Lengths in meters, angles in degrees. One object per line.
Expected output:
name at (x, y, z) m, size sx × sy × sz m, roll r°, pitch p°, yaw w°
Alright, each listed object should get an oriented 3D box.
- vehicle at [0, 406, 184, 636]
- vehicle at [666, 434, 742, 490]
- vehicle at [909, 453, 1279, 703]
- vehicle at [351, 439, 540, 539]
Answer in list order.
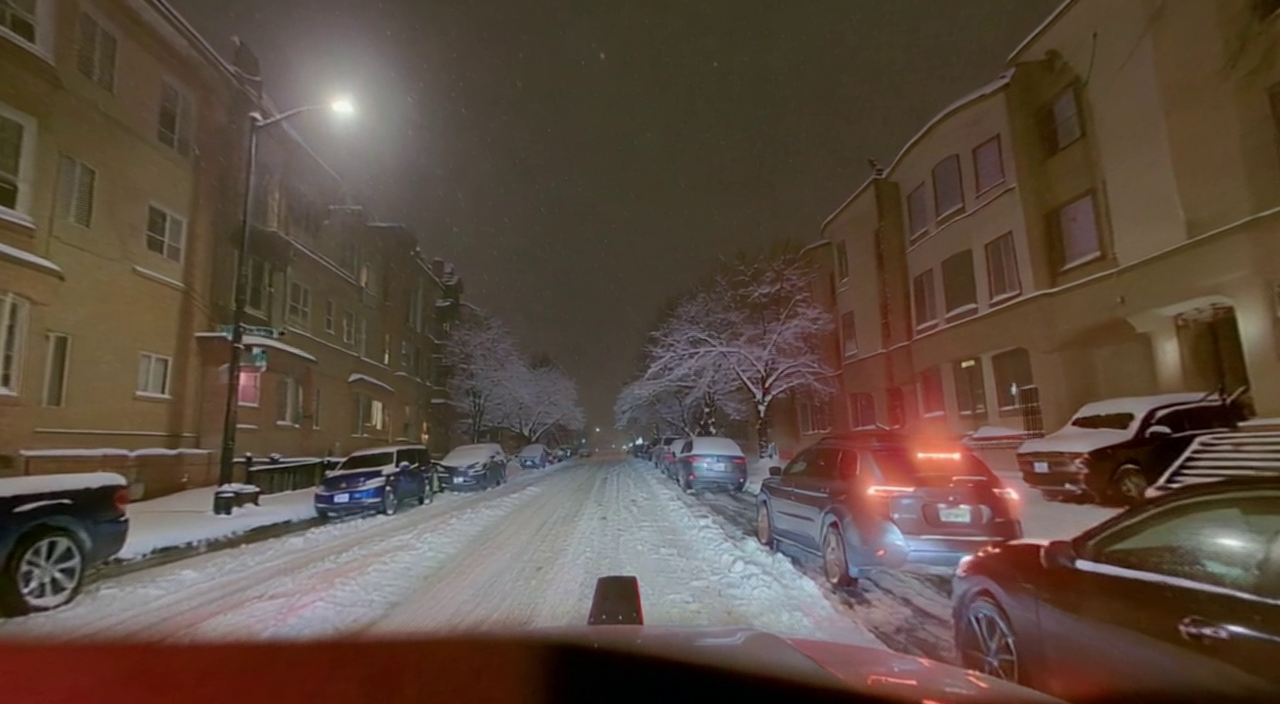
vehicle at (-6.429, 1.337, 4.317) m, size 2.308 × 1.877 × 6.060 m, roll -4°, pitch -8°, yaw -2°
vehicle at (1.991, 3.587, 20.946) m, size 1.878 × 1.664 × 4.033 m, roll 0°, pitch -8°, yaw -3°
vehicle at (2.488, 0.940, 1.487) m, size 1.720 × 1.333 × 4.233 m, roll 0°, pitch -8°, yaw -2°
vehicle at (-3.364, 2.437, 12.011) m, size 1.966 × 1.515 × 4.394 m, roll -1°, pitch -8°, yaw 3°
